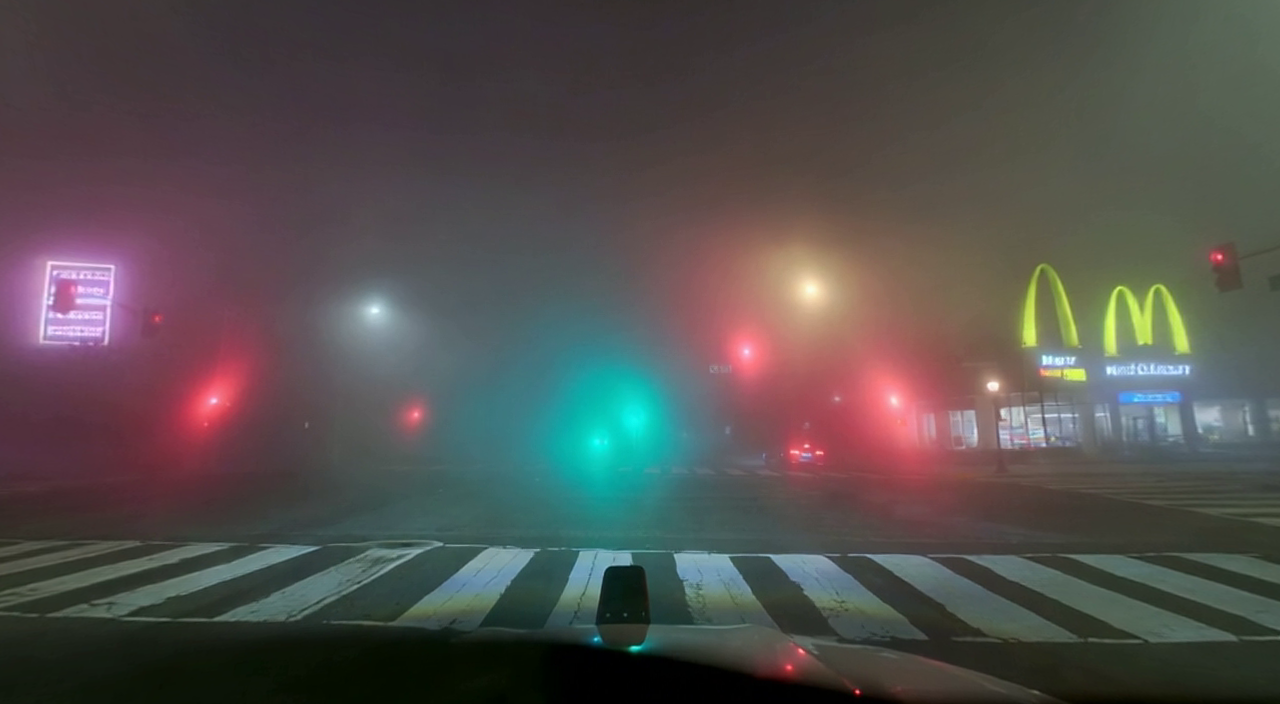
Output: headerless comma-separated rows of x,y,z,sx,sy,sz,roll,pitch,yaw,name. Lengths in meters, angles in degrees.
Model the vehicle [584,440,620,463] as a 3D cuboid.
-2.512,6.699,42.491,2.104,1.468,4.195,0,-8,1,vehicle
